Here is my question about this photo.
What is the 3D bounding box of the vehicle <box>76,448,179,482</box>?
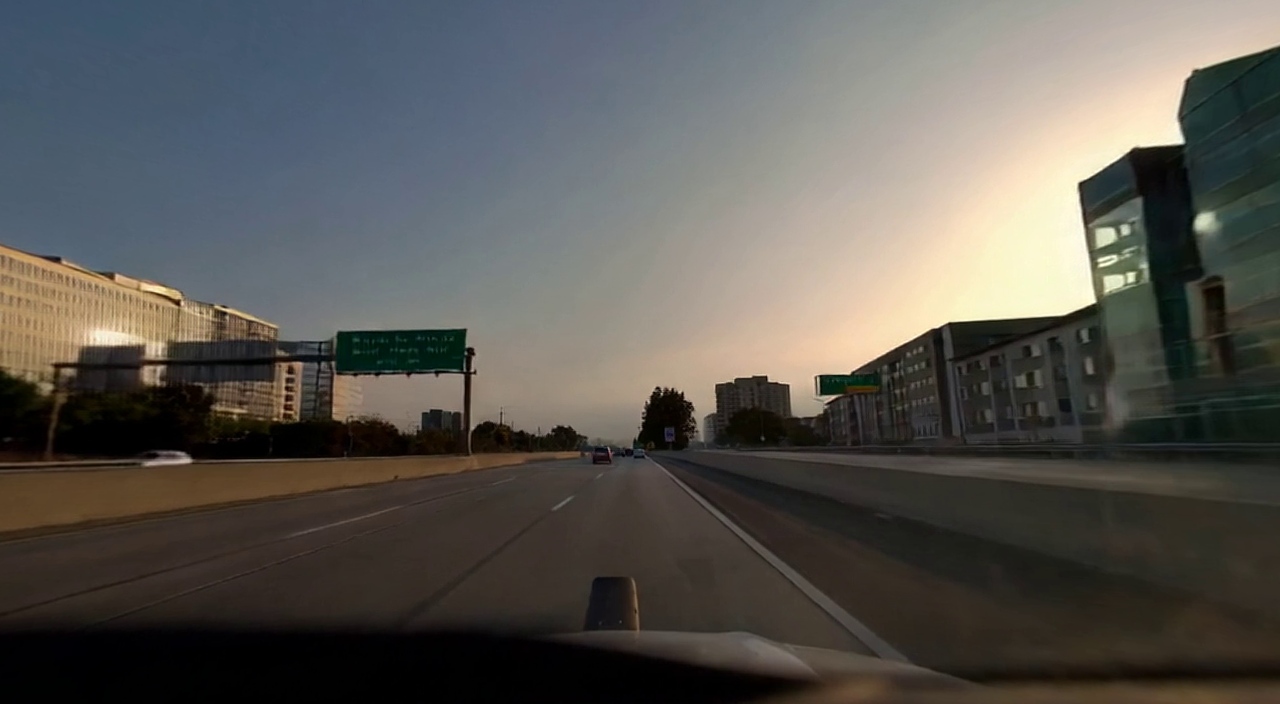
[{"bbox_3d":[-24.565,5.392,30.464,1.783,1.471,3.811,0,-9,-1],"label":"vehicle"}]
